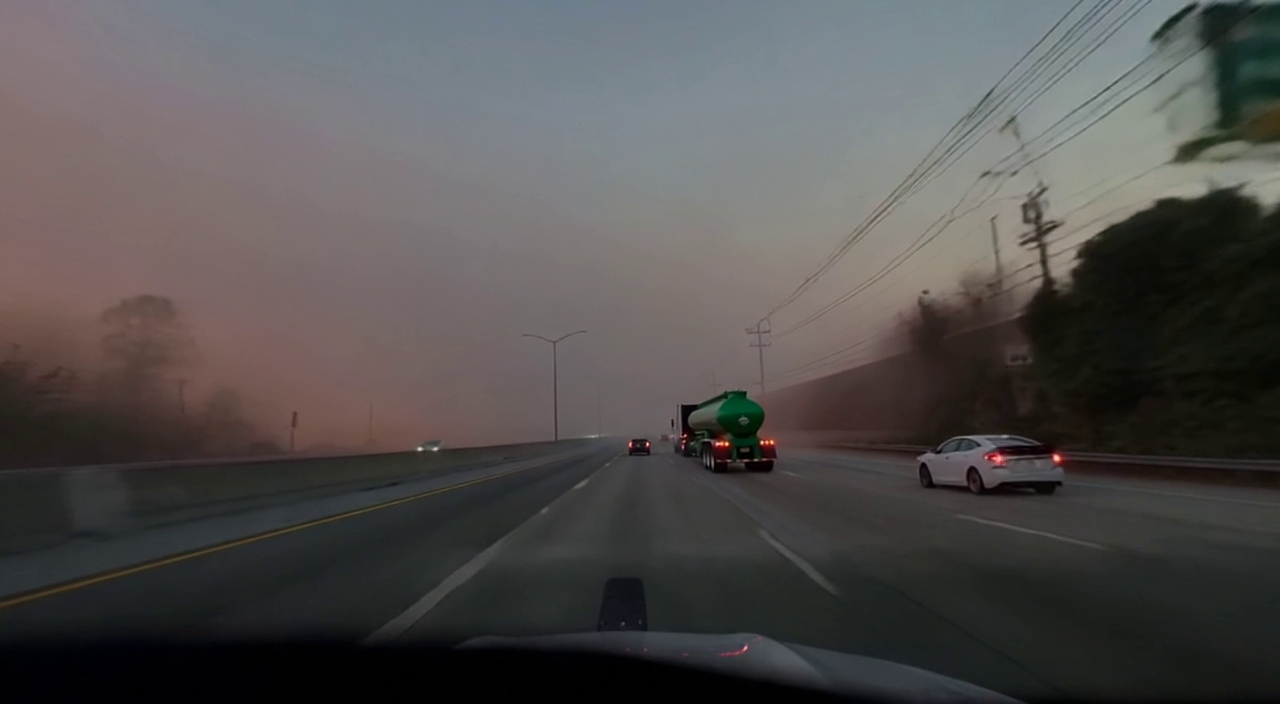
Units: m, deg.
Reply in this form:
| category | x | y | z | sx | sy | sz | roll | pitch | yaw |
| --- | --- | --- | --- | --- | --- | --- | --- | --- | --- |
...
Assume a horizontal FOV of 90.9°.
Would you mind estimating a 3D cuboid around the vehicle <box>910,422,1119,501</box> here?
| category | x | y | z | sx | sy | sz | roll | pitch | yaw |
| --- | --- | --- | --- | --- | --- | --- | --- | --- | --- |
| vehicle | 8.110 | 2.422 | 14.319 | 1.905 | 1.480 | 4.624 | 0 | -8 | 0 |

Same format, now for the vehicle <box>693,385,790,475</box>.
| category | x | y | z | sx | sy | sz | roll | pitch | yaw |
| --- | --- | --- | --- | --- | --- | --- | --- | --- | --- |
| vehicle | 3.940 | 3.350 | 26.471 | 2.791 | 3.179 | 8.074 | 0 | -8 | 1 |
